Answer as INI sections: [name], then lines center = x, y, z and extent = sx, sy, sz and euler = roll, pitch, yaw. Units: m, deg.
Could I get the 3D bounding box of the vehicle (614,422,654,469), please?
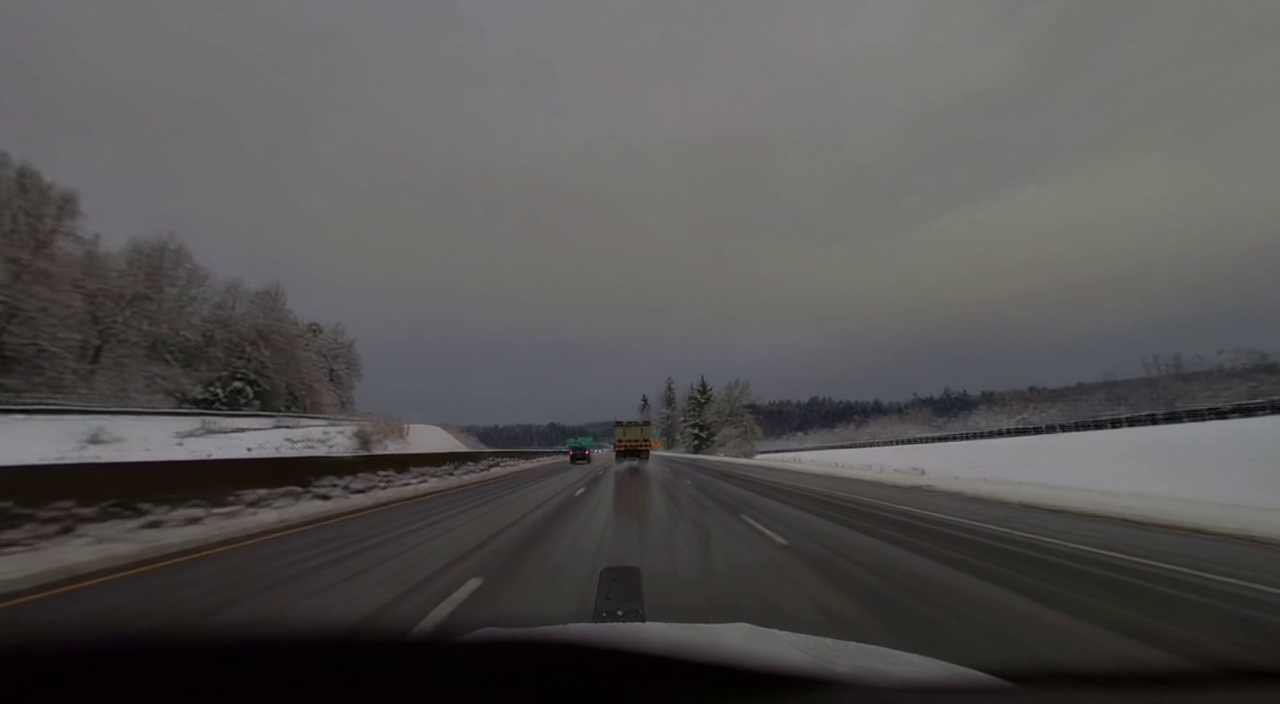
[vehicle]
center = -0.468, 6.683, 45.126
extent = 2.672, 3.056, 6.900
euler = 0, -9, -1
